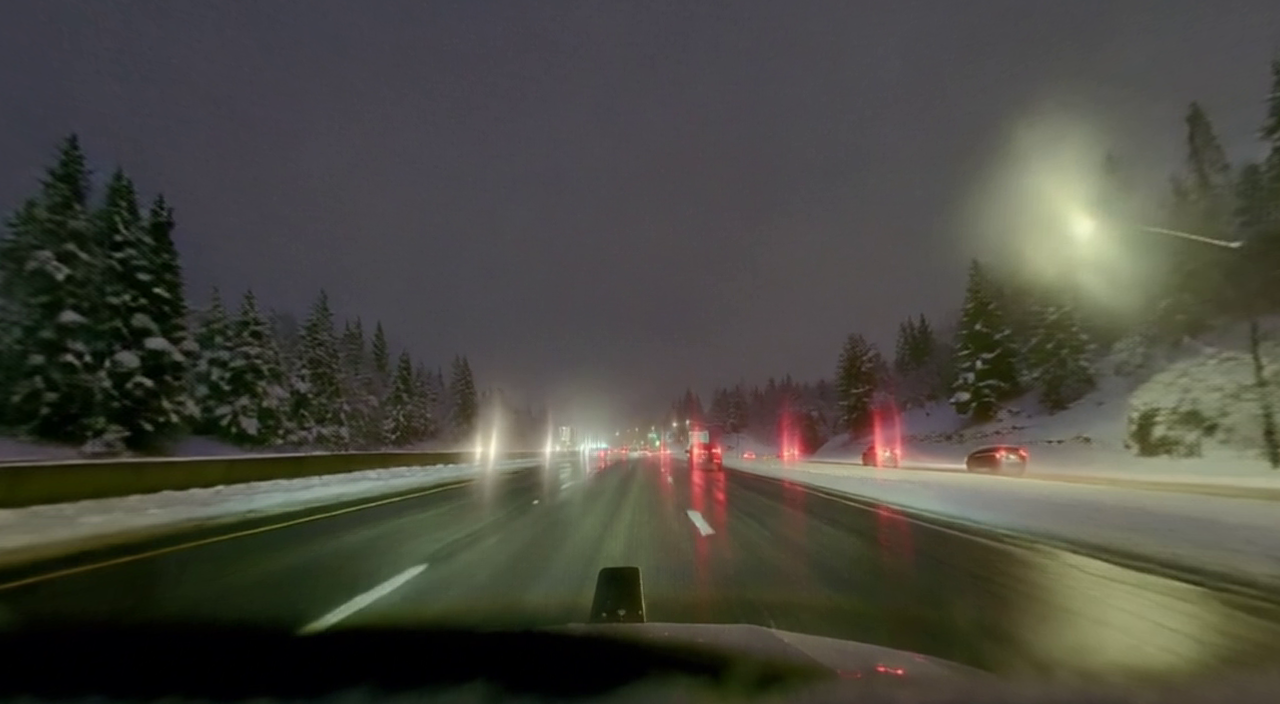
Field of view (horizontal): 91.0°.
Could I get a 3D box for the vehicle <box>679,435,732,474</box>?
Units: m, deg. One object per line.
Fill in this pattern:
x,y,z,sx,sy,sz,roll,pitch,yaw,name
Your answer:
3.197,5.158,31.821,2.147,1.794,4.538,1,-8,0,vehicle

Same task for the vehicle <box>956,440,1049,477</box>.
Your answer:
18.658,5.481,32.697,2.116,1.754,4.727,0,-8,2,vehicle
